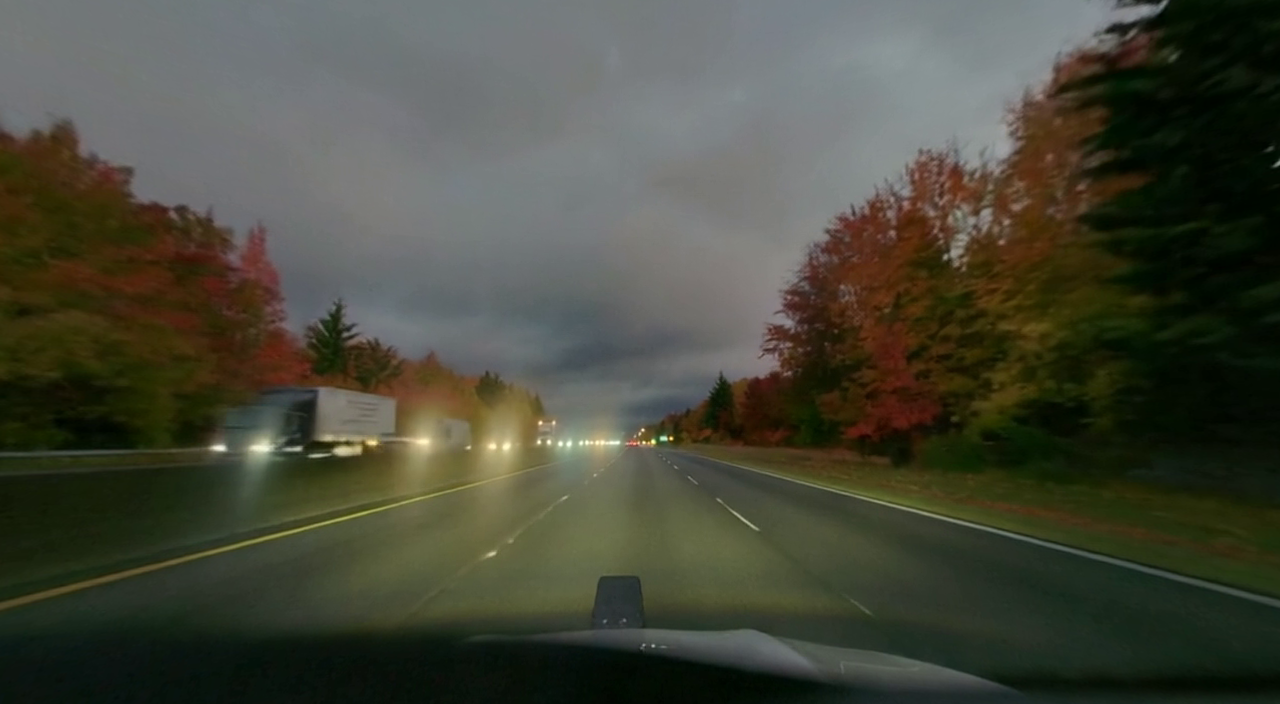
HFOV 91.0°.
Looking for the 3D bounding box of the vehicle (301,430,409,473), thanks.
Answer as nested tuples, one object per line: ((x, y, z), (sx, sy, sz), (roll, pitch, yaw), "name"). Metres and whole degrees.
((-11.265, 3.972, 25.319), (2.034, 1.525, 4.766), (0, -8, 1), "vehicle")

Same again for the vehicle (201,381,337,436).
((-14.985, 2.440, 25.909), (2.091, 1.991, 5.483), (0, -8, 2), "vehicle")
